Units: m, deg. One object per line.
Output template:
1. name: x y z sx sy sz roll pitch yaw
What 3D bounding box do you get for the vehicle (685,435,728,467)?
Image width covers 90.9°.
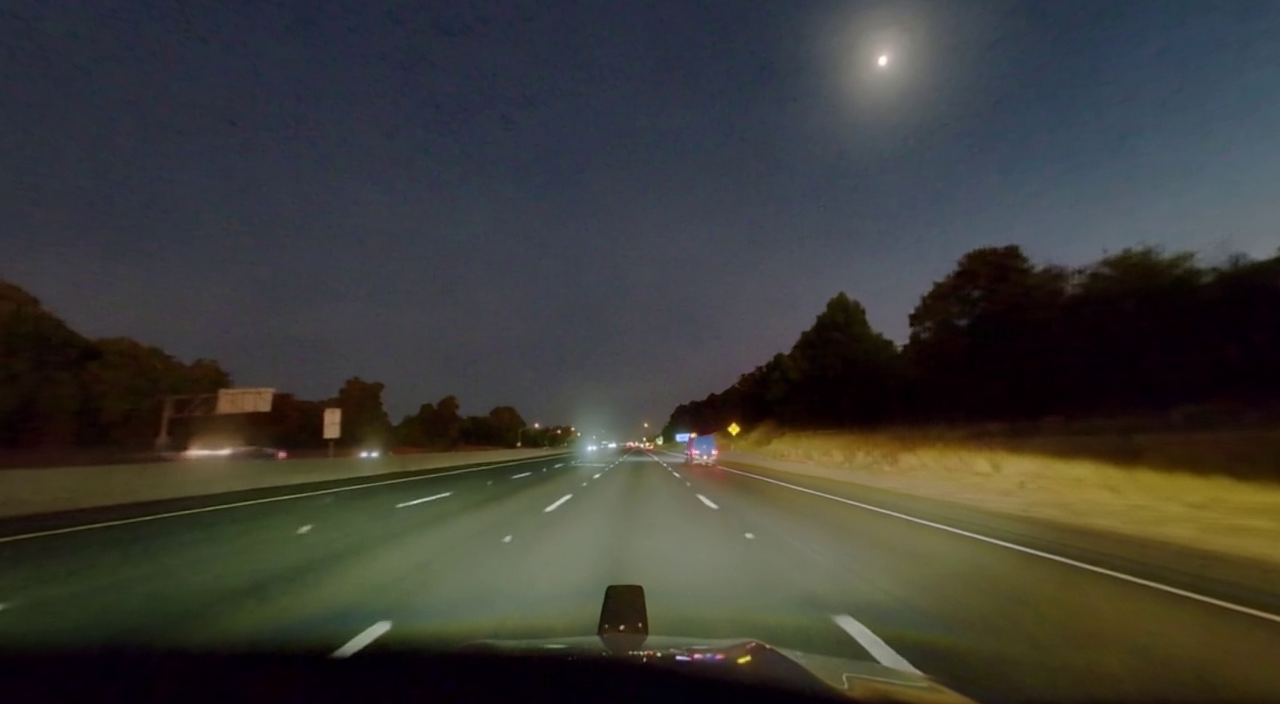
1. vehicle: 4.250 6.402 41.051 2.172 1.930 4.879 0 -8 -1

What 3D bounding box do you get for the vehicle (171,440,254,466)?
1. vehicle: -29.202 6.913 43.334 2.106 1.690 5.087 0 -8 1
